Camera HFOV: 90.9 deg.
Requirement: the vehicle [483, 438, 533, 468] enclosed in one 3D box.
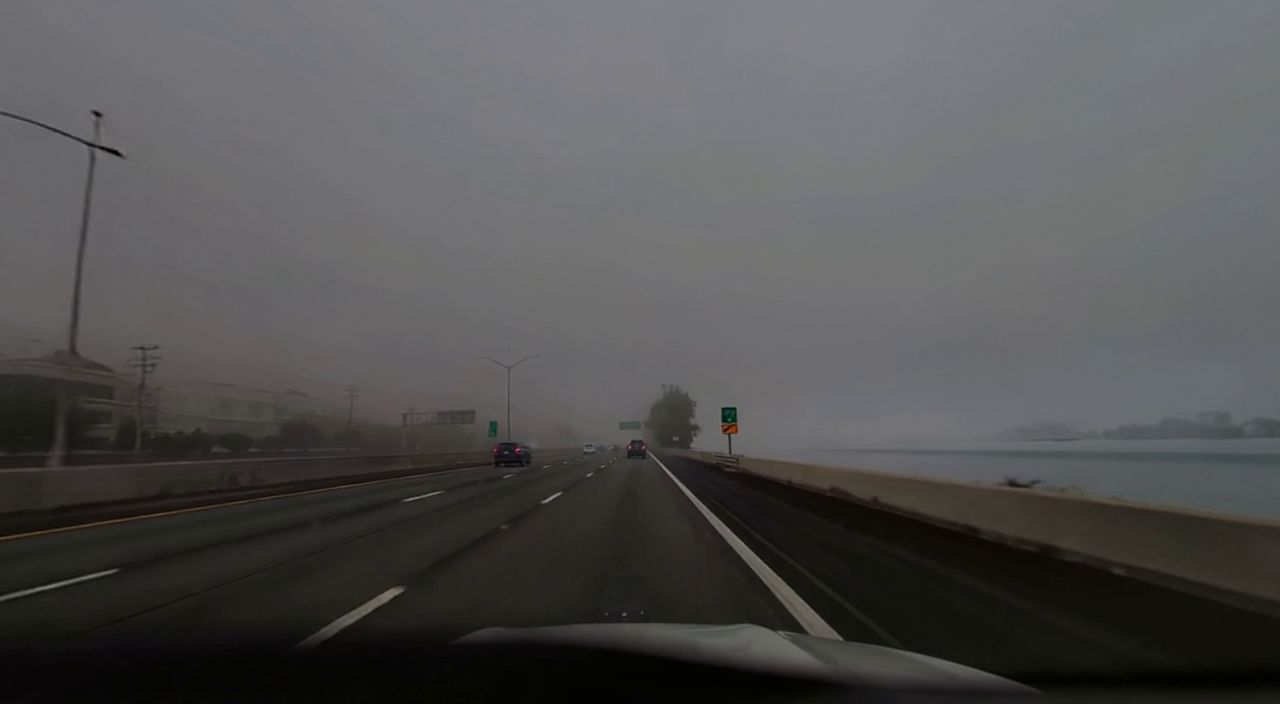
[{"bbox_3d":[-7.367,5.691,35.628,1.946,1.590,4.042,0,-8,0],"label":"vehicle"}]
